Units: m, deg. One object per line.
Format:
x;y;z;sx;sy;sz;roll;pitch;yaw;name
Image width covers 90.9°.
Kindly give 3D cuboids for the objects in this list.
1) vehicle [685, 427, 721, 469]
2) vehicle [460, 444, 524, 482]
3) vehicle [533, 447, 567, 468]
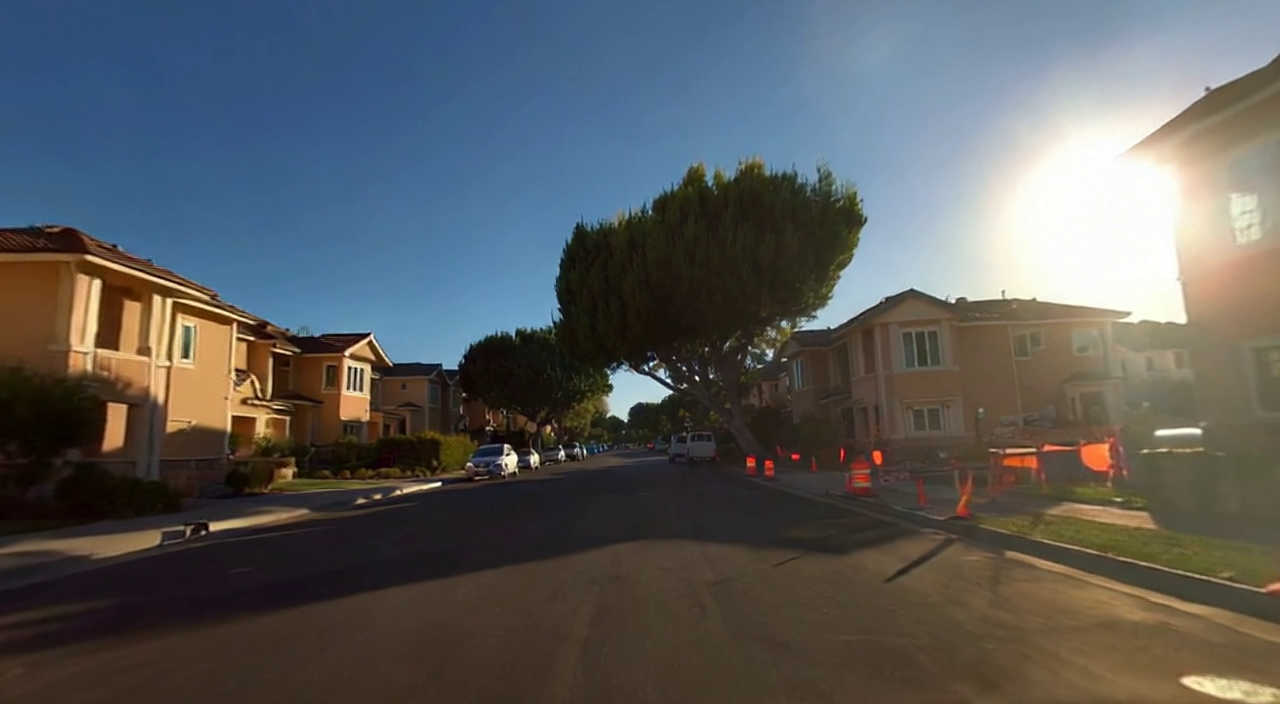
3.920;6.084;40.023;2.082;2.534;3.248;-1;-8;3;vehicle
-6.724;5.078;29.187;1.957;1.608;4.476;0;-9;-1;vehicle
-6.861;8.077;48.543;1.974;1.479;4.607;0;-9;0;vehicle
